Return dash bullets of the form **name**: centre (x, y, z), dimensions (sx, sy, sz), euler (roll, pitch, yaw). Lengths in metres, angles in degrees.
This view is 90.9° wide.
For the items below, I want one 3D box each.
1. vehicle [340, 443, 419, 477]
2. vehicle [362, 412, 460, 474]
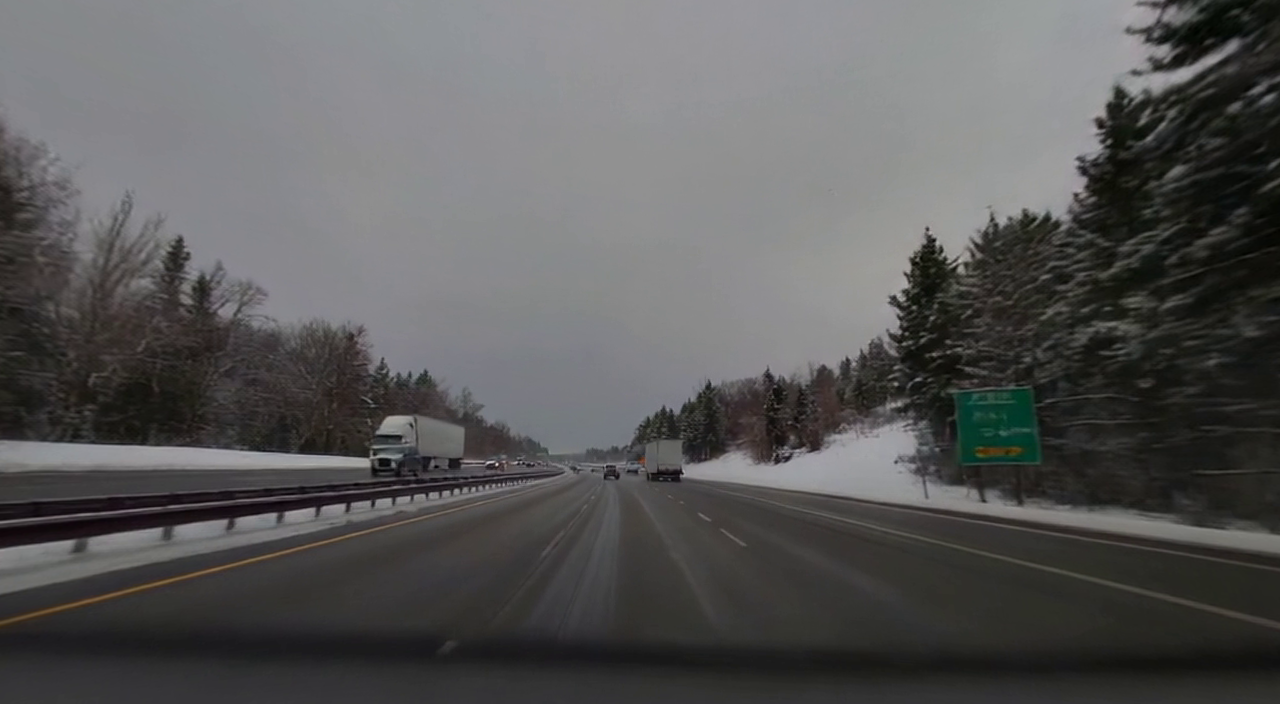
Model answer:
- **vehicle**: centre (-12.189, 5.151, 29.818), dimensions (1.949, 1.465, 4.211), euler (1, -10, -1)
- **vehicle**: centre (-17.069, 7.253, 48.535), dimensions (2.843, 4.003, 14.134), euler (1, -10, -2)
